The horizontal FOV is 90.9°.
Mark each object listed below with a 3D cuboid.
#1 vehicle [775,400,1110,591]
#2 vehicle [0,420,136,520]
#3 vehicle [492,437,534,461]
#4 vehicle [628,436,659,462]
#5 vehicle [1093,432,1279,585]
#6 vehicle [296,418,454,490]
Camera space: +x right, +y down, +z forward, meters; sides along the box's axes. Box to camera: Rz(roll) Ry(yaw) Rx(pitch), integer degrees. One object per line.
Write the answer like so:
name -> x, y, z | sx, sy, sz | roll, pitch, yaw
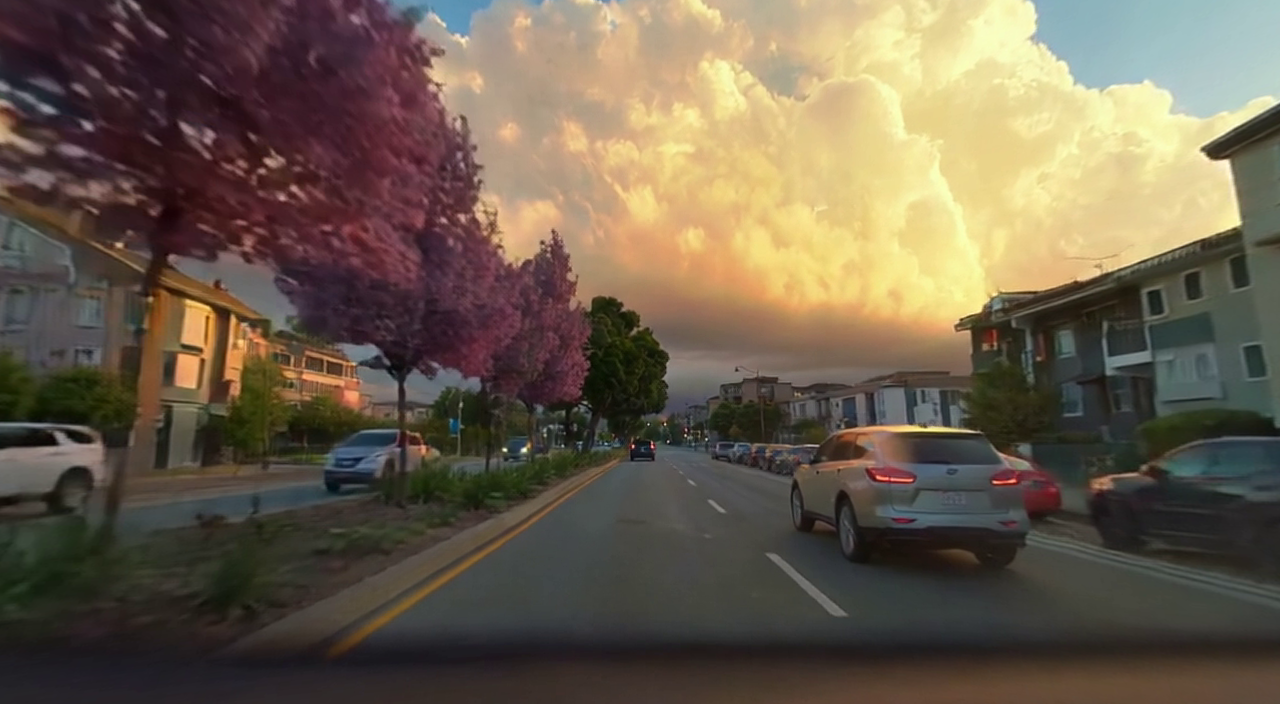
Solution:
vehicle -> 3.285, 1.663, 8.160 | 2.071, 1.747, 4.549 | 0, -8, 0
vehicle -> -11.999, 2.015, 10.784 | 2.191, 1.684, 5.428 | 0, -8, 1
vehicle -> -9.069, 6.964, 45.409 | 2.042, 1.654, 4.504 | 0, -8, 1
vehicle -> 0.310, 7.171, 46.626 | 2.244, 1.813, 4.129 | 0, -8, 2
vehicle -> 7.656, 1.675, 6.861 | 1.919, 1.586, 4.692 | 0, -8, 0
vehicle -> -7.897, 3.142, 19.661 | 2.249, 1.898, 5.815 | 0, -8, 2
